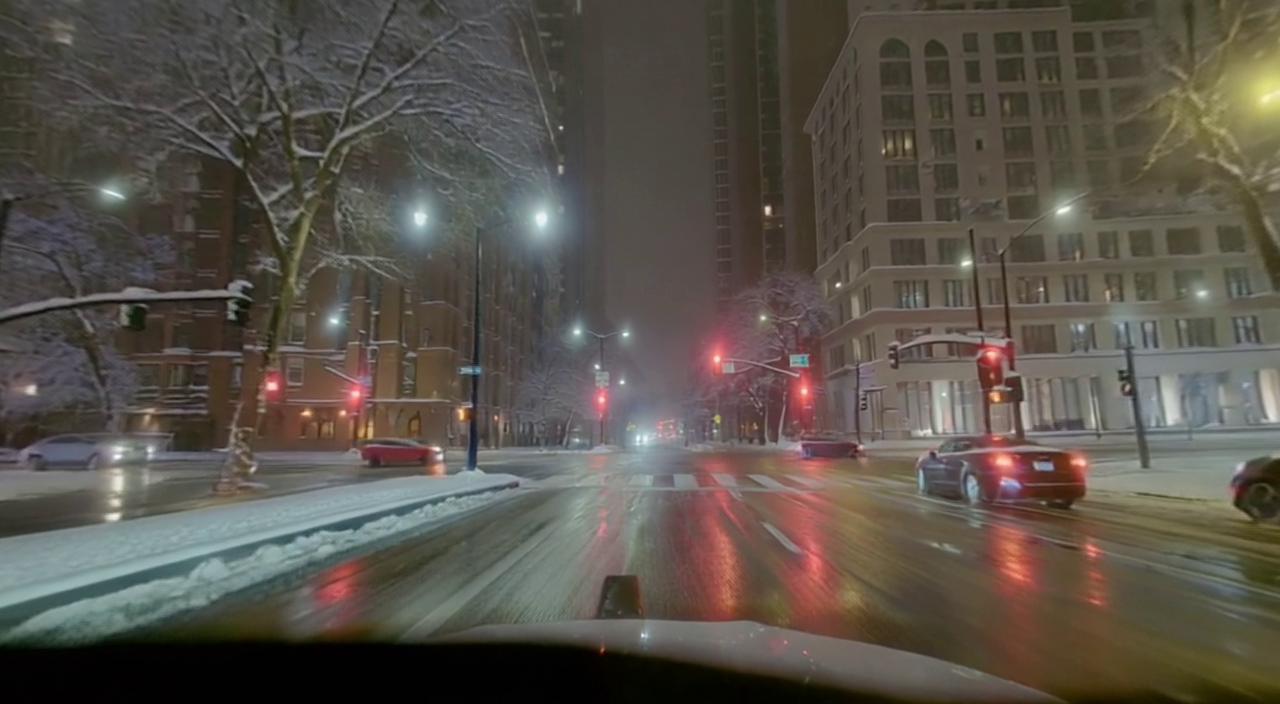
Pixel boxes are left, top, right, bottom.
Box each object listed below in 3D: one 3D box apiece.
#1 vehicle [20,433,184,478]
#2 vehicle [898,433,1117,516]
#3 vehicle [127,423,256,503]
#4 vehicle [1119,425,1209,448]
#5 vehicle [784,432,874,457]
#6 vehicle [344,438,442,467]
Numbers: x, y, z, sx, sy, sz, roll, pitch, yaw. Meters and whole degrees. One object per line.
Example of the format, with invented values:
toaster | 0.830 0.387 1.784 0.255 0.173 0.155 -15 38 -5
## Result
vehicle | -25.504 4.917 30.131 5.659 1.967 2.149 0 -9 -2
vehicle | 7.692 2.598 13.970 1.936 1.489 4.885 0 -9 1
vehicle | -12.459 3.068 17.917 2.125 1.910 4.779 4 -9 -26
vehicle | 34.882 5.668 42.144 4.253 1.429 1.807 -1 -9 4
vehicle | 11.262 5.555 37.843 4.762 1.420 1.814 0 -9 -1
vehicle | -13.180 5.376 33.946 4.503 1.475 1.789 0 -9 -2
